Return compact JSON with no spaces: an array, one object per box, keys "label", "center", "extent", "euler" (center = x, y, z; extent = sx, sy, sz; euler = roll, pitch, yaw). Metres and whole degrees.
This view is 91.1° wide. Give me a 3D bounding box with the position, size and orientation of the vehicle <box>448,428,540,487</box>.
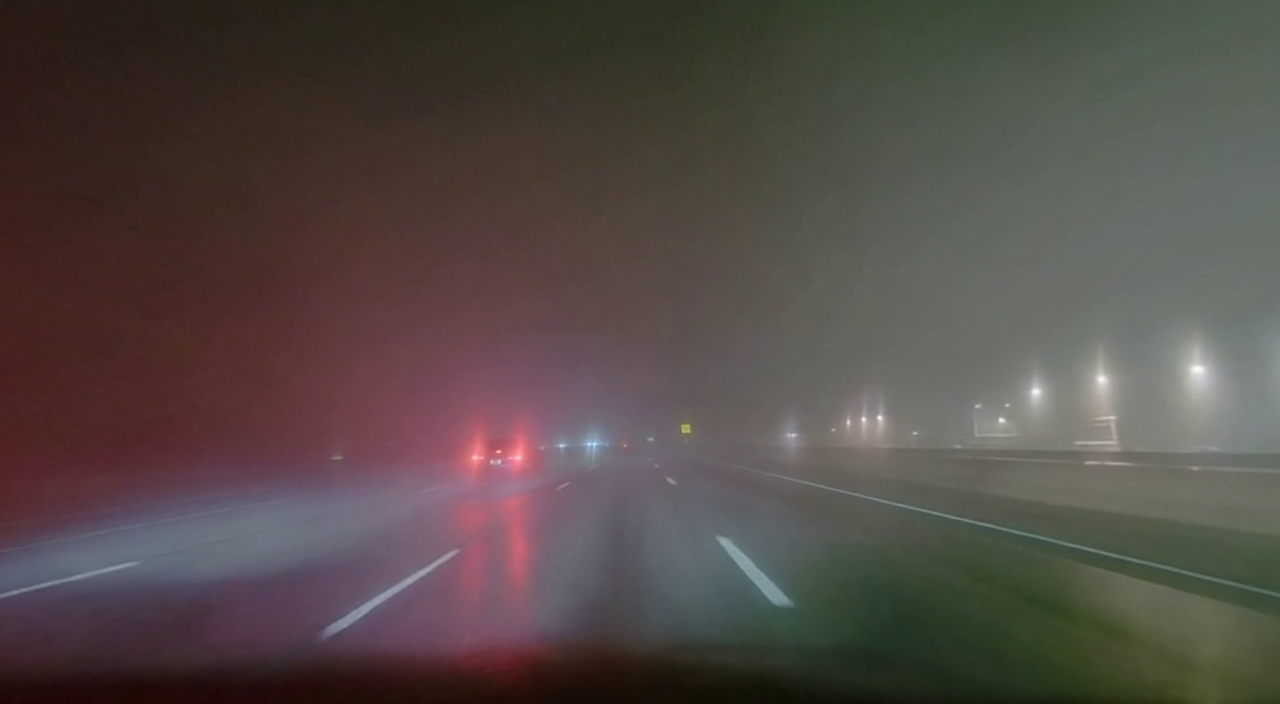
[{"label":"vehicle","center":[-4.611,3.396,20.532],"extent":[2.063,1.661,4.439],"euler":[2,-8,-2]}]
